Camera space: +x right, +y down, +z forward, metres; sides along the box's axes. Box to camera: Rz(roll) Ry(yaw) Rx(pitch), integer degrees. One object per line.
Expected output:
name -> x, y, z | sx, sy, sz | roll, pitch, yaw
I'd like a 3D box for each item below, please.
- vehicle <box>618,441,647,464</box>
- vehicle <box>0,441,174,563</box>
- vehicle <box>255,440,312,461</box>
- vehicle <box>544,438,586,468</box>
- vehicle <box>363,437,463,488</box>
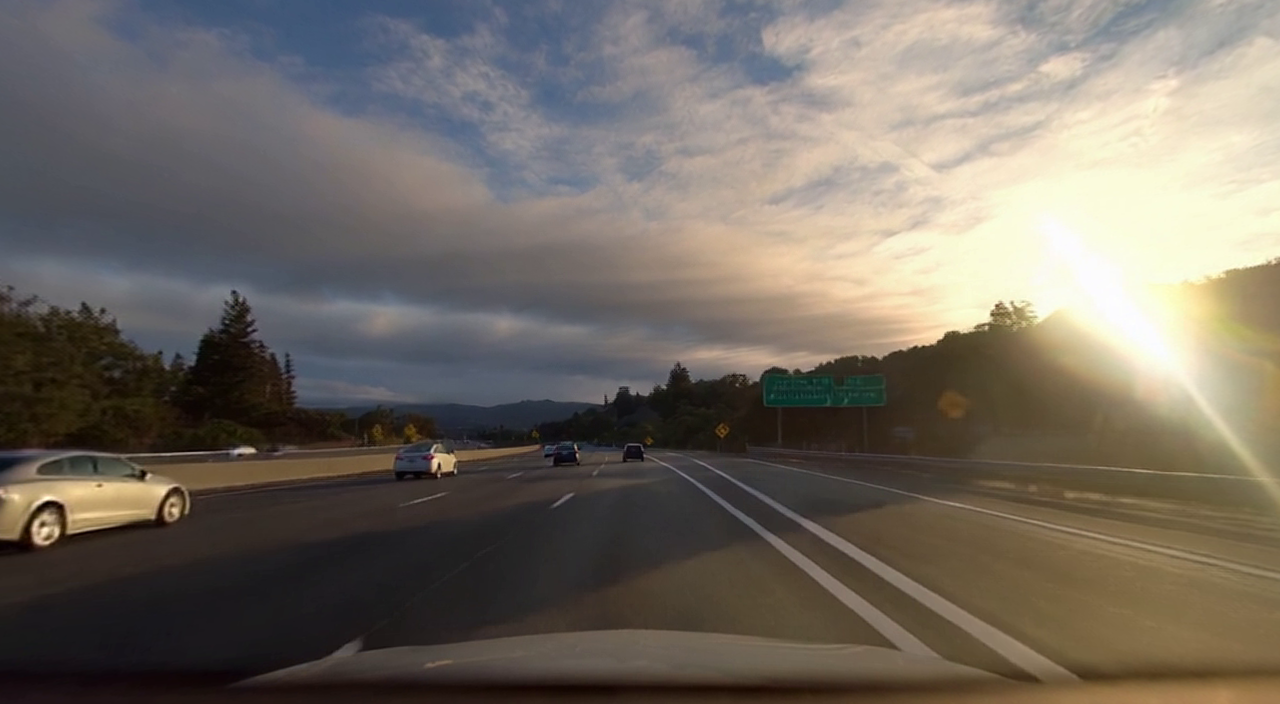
vehicle -> -0.525, 6.764, 42.725 | 1.881, 1.460, 3.694 | 0, -8, -1
vehicle -> -8.773, 1.886, 8.012 | 1.935, 1.474, 5.033 | 0, -8, -1
vehicle -> -28.016, 7.767, 49.750 | 1.943, 1.532, 4.580 | 0, -8, -2
vehicle -> -4.392, 5.954, 37.436 | 1.991, 1.610, 4.606 | 0, -8, -1
vehicle -> -7.969, 3.910, 22.603 | 2.086, 1.628, 4.039 | 0, -8, -1
